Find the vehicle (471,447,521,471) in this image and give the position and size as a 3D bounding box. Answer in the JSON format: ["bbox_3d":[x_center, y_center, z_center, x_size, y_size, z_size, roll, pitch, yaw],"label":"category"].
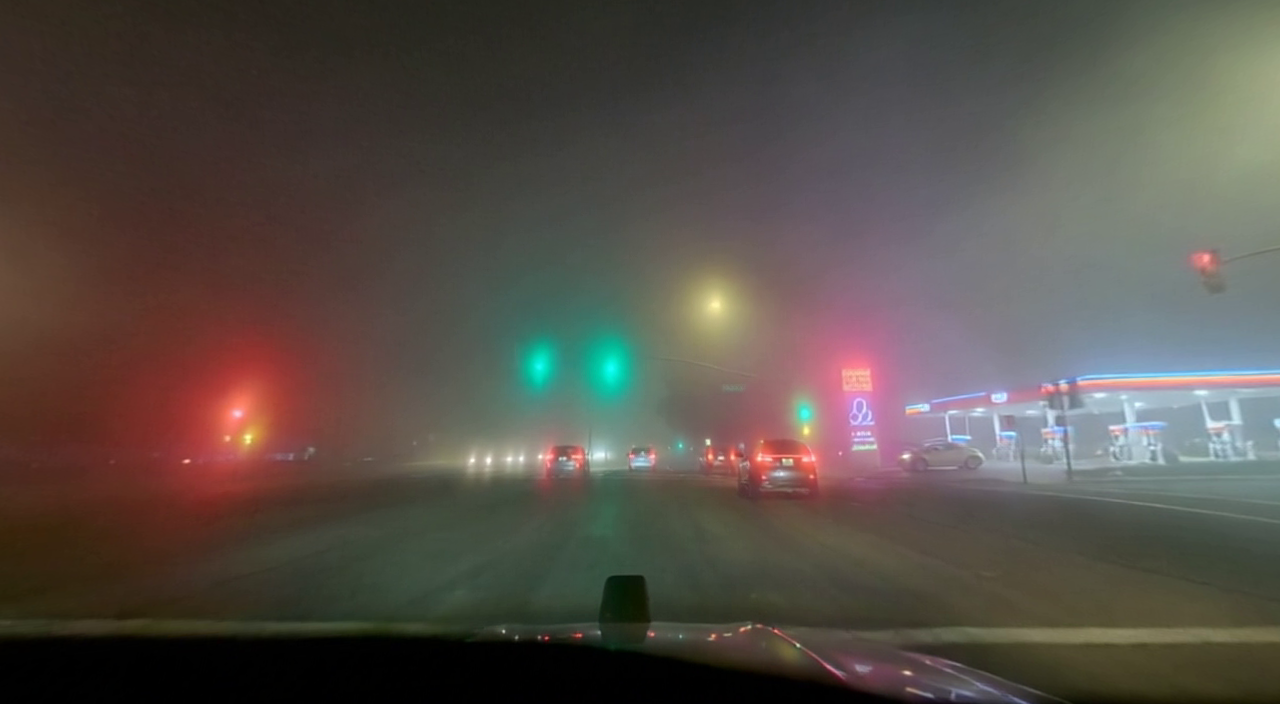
[{"bbox_3d":[-9.264,6.890,40.848,2.023,1.433,4.699,0,-8,1],"label":"vehicle"}]

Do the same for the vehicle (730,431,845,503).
[{"bbox_3d":[3.821,3.036,17.123,2.022,1.683,4.171,0,-8,-1],"label":"vehicle"}]

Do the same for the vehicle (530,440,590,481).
[{"bbox_3d":[-3.414,4.713,27.661,2.023,1.607,4.086,0,-8,1],"label":"vehicle"}]

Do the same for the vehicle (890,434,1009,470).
[{"bbox_3d":[18.170,5.903,37.267,5.585,1.866,2.607,-1,-9,-2],"label":"vehicle"}]

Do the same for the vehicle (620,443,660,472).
[{"bbox_3d":[0.002,5.969,35.941,2.104,1.477,4.591,0,-8,0],"label":"vehicle"}]

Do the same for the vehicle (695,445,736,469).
[{"bbox_3d":[5.021,7.034,42.408,2.174,1.462,4.400,0,-8,0],"label":"vehicle"}]
